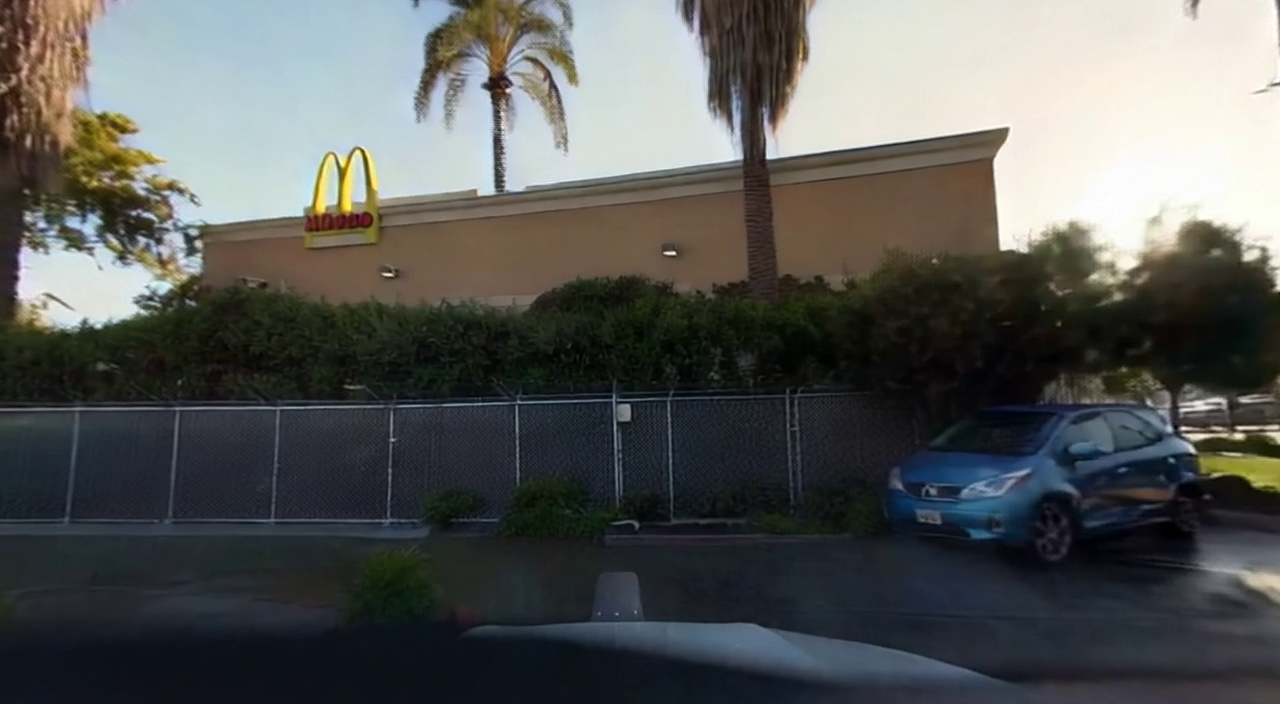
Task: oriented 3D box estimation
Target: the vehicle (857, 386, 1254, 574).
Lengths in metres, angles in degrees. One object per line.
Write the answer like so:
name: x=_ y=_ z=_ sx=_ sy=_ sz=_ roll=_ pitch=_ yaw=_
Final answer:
vehicle: x=5.191 y=1.424 z=7.956 sx=4.365 sy=1.791 sz=2.073 roll=3 pitch=-7 yaw=-24
